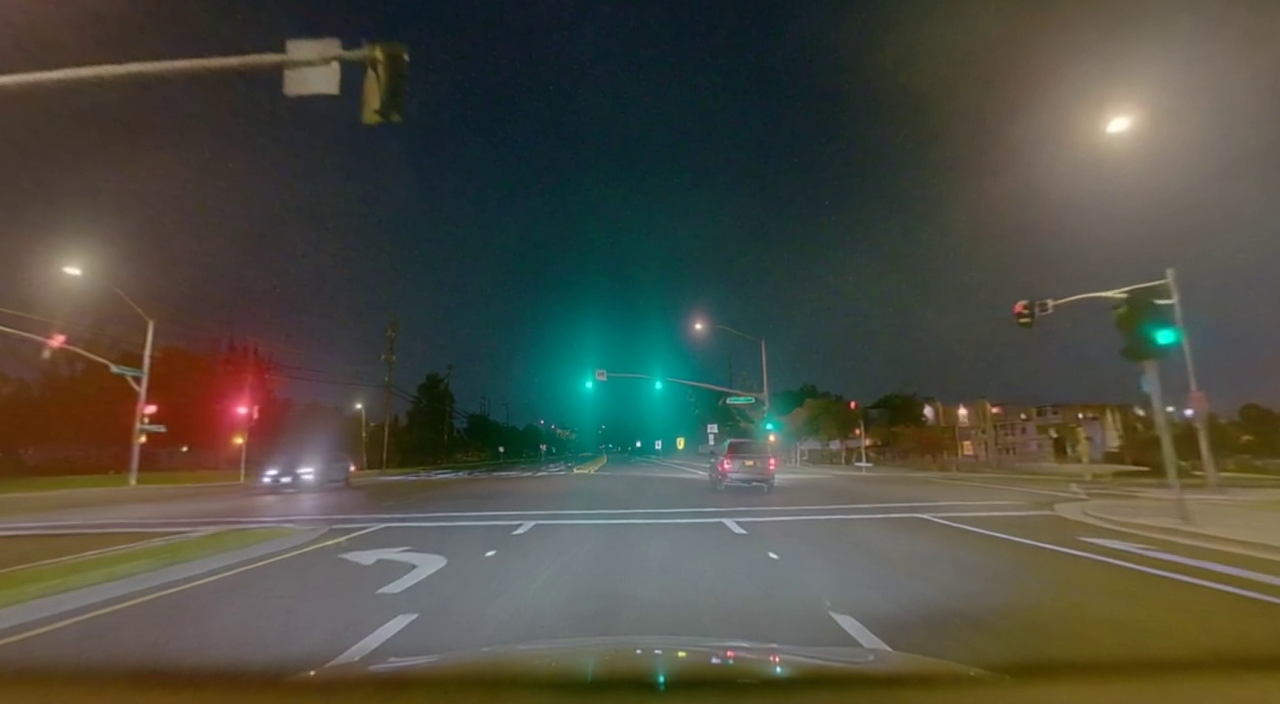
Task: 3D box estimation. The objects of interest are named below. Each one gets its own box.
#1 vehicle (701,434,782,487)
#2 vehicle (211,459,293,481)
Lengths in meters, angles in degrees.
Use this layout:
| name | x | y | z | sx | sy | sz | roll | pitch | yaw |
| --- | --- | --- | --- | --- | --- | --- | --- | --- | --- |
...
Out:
| name | x | y | z | sx | sy | sz | roll | pitch | yaw |
| --- | --- | --- | --- | --- | --- | --- | --- | --- | --- |
| vehicle | 3.710 | 4.050 | 23.918 | 2.240 | 1.781 | 4.433 | 0 | -8 | -1 |
| vehicle | -27.763 | 8.423 | 45.193 | 4.673 | 1.465 | 1.853 | 0 | -8 | -1 |
